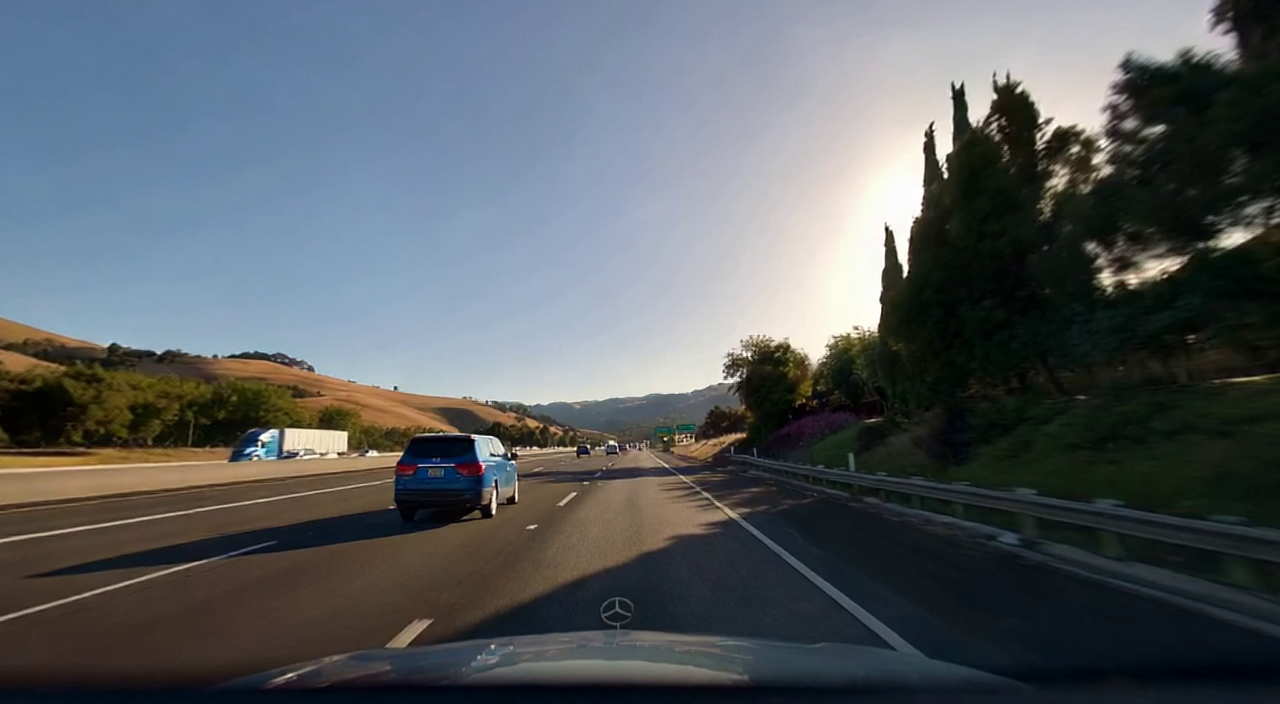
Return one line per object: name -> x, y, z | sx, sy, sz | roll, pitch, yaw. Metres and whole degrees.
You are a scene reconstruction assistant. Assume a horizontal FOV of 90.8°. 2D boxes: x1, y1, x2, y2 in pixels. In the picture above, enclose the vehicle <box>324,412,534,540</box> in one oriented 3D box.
vehicle -> -3.337, 2.073, 11.193 | 2.029, 1.753, 4.718 | 0, -8, 1
